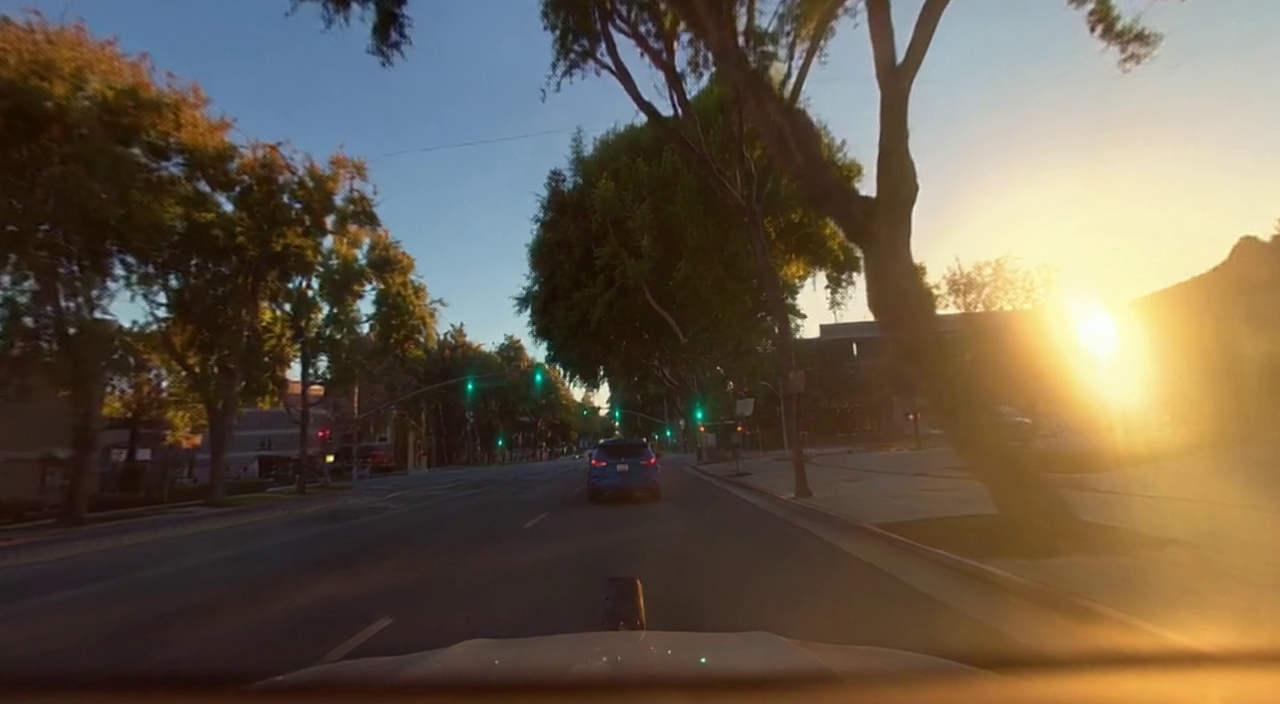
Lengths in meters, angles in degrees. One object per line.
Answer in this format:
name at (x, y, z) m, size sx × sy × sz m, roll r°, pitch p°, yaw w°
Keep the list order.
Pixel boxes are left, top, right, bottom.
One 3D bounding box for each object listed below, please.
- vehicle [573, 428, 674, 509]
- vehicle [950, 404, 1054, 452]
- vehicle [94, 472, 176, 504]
vehicle at (-0.394, 2.775, 15.458) m, size 2.136 × 1.703 × 3.910 m, roll 0°, pitch -9°, yaw -1°
vehicle at (16.393, 3.559, 29.004) m, size 2.039 × 1.990 × 5.111 m, roll -1°, pitch -9°, yaw 5°
vehicle at (-28.537, 7.672, 35.878) m, size 1.771 × 1.435 × 4.144 m, roll -7°, pitch -9°, yaw -9°
